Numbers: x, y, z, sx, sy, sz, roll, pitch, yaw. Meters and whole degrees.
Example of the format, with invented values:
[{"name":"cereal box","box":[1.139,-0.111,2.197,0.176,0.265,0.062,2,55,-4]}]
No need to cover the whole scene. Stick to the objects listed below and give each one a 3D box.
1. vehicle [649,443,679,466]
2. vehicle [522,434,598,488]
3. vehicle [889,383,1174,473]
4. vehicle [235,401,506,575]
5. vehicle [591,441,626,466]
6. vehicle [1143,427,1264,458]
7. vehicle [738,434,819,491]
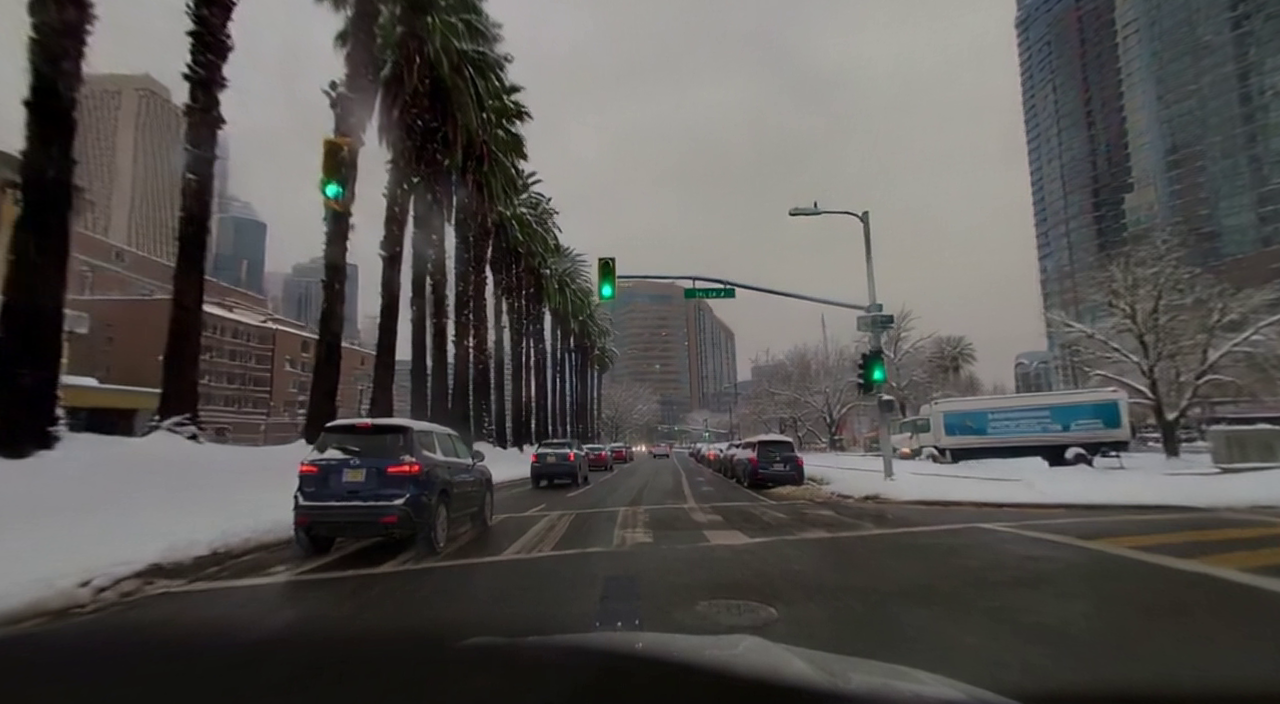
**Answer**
[{"name":"vehicle","box":[1.683,7.142,43.898,2.036,1.461,3.890,0,-9,2]},{"name":"vehicle","box":[-2.787,3.931,22.972,2.014,1.740,4.392,0,-9,3]},{"name":"vehicle","box":[17.341,3.703,28.768,10.428,3.452,2.869,-8,-12,39]},{"name":"vehicle","box":[-3.281,1.749,8.766,1.800,1.797,4.224,0,-9,1]},{"name":"vehicle","box":[-2.087,6.867,42.655,1.955,1.637,4.243,0,-9,3]},{"name":"vehicle","box":[32.479,5.282,36.441,1.994,1.685,4.655,3,-10,-21]},{"name":"vehicle","box":[4.706,3.837,22.164,1.965,1.735,4.835,0,-9,3]}]
